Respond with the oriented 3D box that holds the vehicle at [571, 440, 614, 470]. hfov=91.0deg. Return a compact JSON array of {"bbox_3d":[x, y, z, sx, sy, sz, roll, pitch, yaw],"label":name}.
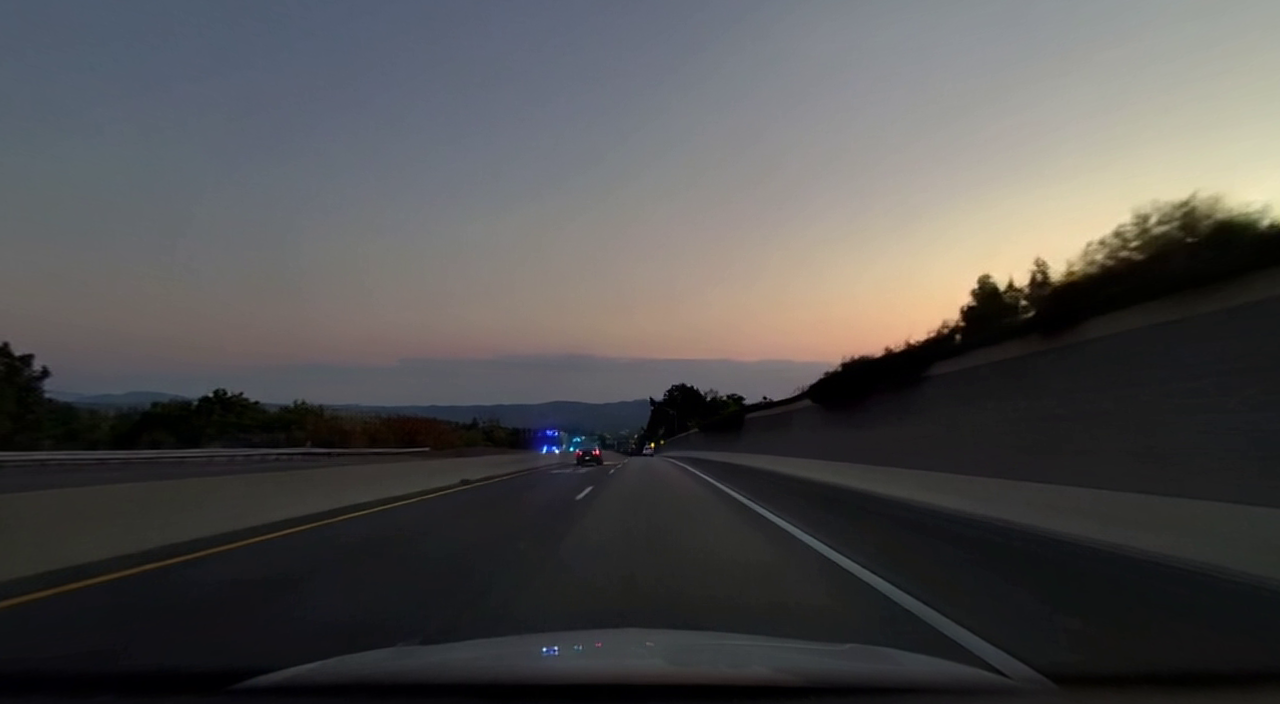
[{"bbox_3d":[-2.539,5.684,34.854,2.050,1.530,4.144,0,-8,0],"label":"vehicle"}]
